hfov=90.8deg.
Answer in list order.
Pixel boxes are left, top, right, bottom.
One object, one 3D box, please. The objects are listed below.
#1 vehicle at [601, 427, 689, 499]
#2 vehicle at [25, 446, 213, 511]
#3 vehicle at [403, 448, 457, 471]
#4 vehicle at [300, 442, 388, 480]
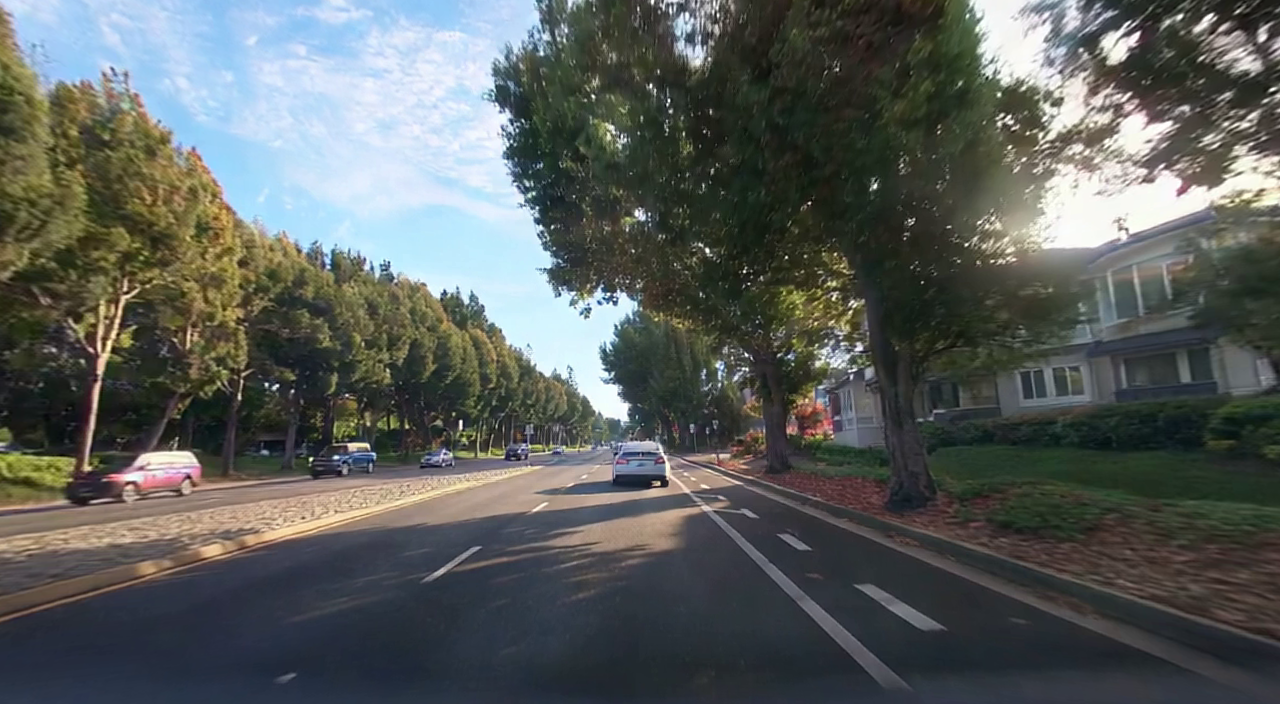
[{"bbox_3d":[0.116,2.939,17.045,2.094,1.682,3.866,0,-9,0],"label":"vehicle"},{"bbox_3d":[-15.213,3.668,18.849,1.948,1.690,4.303,0,-9,0],"label":"vehicle"},{"bbox_3d":[-15.056,7.718,45.664,2.124,1.542,4.702,-1,-9,2],"label":"vehicle"},{"bbox_3d":[-15.676,5.777,33.809,2.283,1.880,4.960,0,-9,0],"label":"vehicle"}]
